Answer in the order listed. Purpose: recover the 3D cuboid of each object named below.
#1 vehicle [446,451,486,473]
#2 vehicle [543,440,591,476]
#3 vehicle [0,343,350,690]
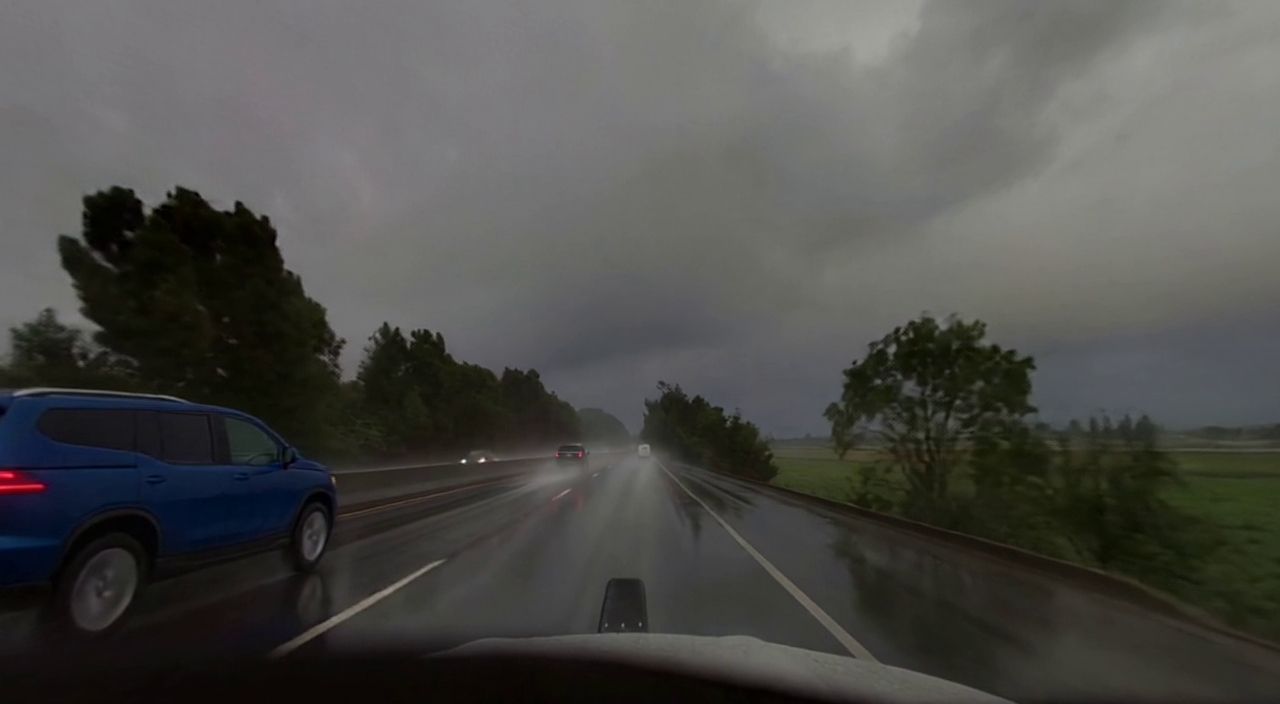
[{"bbox_3d":[-13.053,8.291,47.560,1.841,1.517,4.455,0,-9,-1],"label":"vehicle"},{"bbox_3d":[-3.918,5.809,34.603,2.056,1.811,4.202,-1,-9,1],"label":"vehicle"},{"bbox_3d":[-4.655,1.207,5.325,2.102,1.941,4.703,0,-9,1],"label":"vehicle"}]
